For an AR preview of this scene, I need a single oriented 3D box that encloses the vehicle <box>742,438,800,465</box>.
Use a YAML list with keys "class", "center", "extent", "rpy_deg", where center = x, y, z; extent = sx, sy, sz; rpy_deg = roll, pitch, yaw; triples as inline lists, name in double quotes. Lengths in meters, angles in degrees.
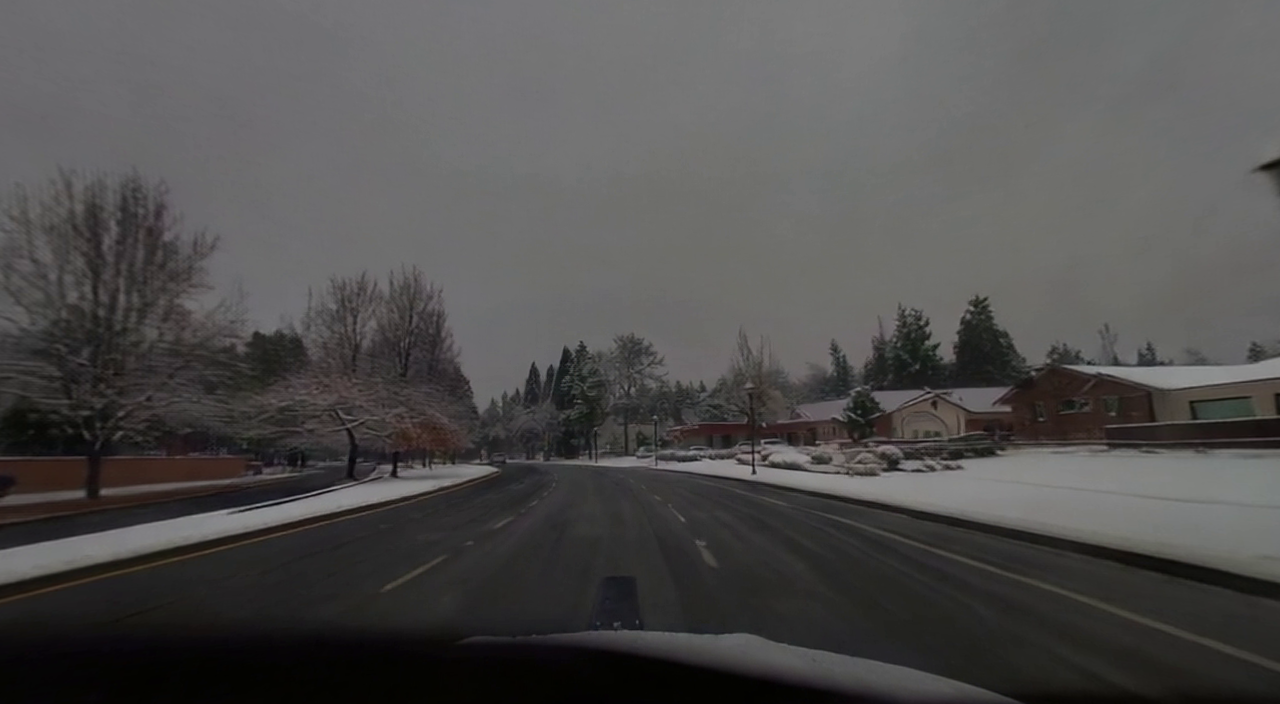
- class: "vehicle"
  center: [9.751, 7.355, 46.880]
  extent: [2.110, 1.863, 4.977]
  rpy_deg: [-9, -12, 37]
